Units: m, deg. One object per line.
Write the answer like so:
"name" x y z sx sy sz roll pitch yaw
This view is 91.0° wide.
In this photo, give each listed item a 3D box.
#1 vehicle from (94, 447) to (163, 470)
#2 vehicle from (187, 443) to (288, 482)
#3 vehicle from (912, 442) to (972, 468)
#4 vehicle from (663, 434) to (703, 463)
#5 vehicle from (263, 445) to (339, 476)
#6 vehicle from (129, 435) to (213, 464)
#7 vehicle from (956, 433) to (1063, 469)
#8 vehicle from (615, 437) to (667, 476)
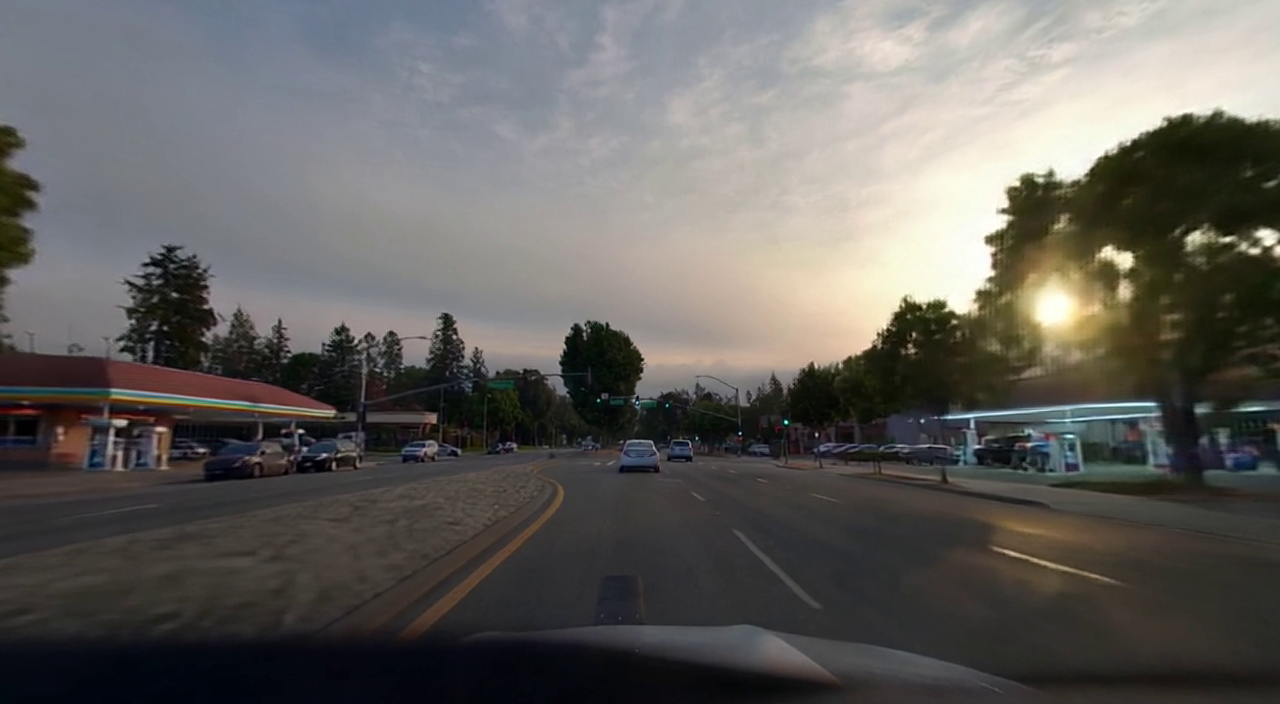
"vehicle" -37.402 7.774 46.105 1.792 1.596 3.794 0 -9 0
"vehicle" -19.163 5.265 30.220 1.967 1.680 4.396 -1 -9 -1
"vehicle" 20.270 6.904 42.432 1.950 1.519 4.860 -4 -9 5
"vehicle" 3.348 7.663 49.994 2.731 2.101 6.047 0 -8 0
"vehicle" -19.143 6.117 35.752 1.920 1.638 4.299 0 -8 0
"vehicle" -34.583 7.216 46.605 2.255 1.981 5.020 0 -9 1
"vehicle" 20.437 5.544 35.255 2.254 1.804 5.953 -1 -9 -1
"vehicle" 0.025 4.592 27.888 2.145 1.572 4.021 0 -8 -1
